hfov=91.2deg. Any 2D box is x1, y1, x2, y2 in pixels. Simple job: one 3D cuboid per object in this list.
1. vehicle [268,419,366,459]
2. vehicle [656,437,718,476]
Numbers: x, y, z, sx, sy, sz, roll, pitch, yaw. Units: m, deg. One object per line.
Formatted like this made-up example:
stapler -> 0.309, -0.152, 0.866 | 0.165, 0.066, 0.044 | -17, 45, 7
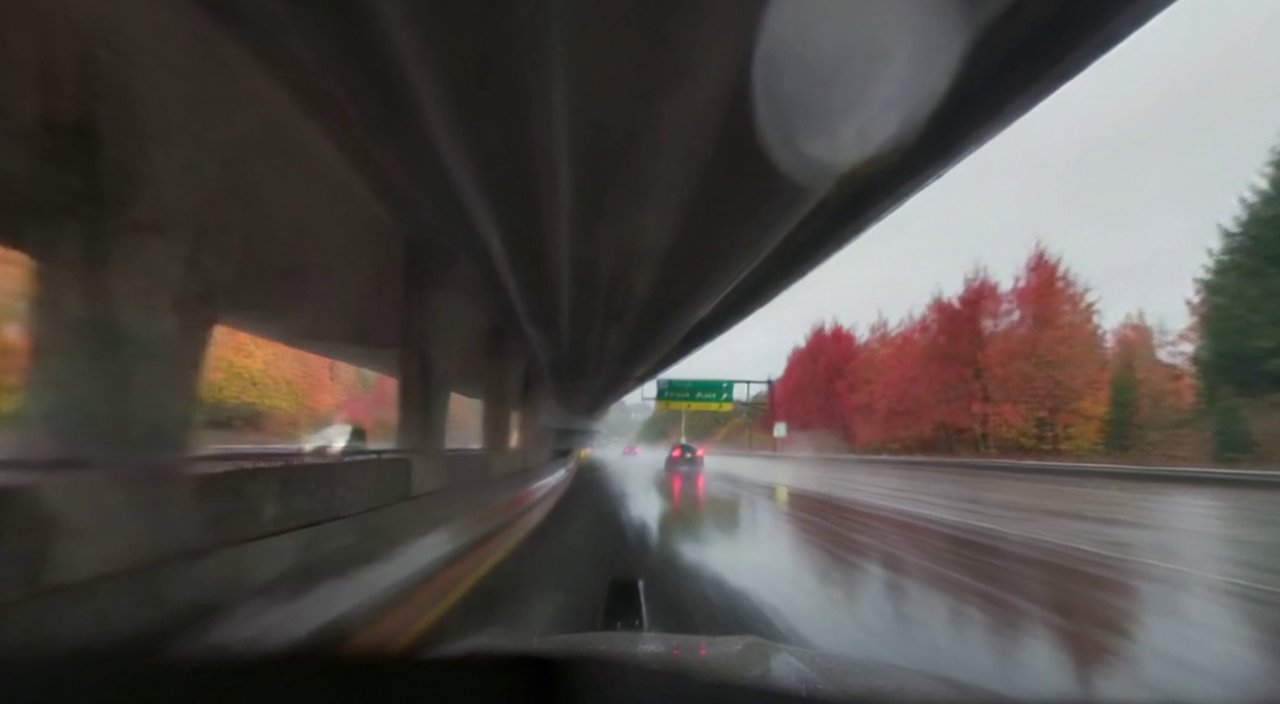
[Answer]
vehicle -> -13.626, 3.759, 26.777 | 1.868, 1.510, 4.491 | 0, -9, -2
vehicle -> 2.063, 4.814, 28.933 | 2.337, 1.633, 4.222 | 0, -9, -2
